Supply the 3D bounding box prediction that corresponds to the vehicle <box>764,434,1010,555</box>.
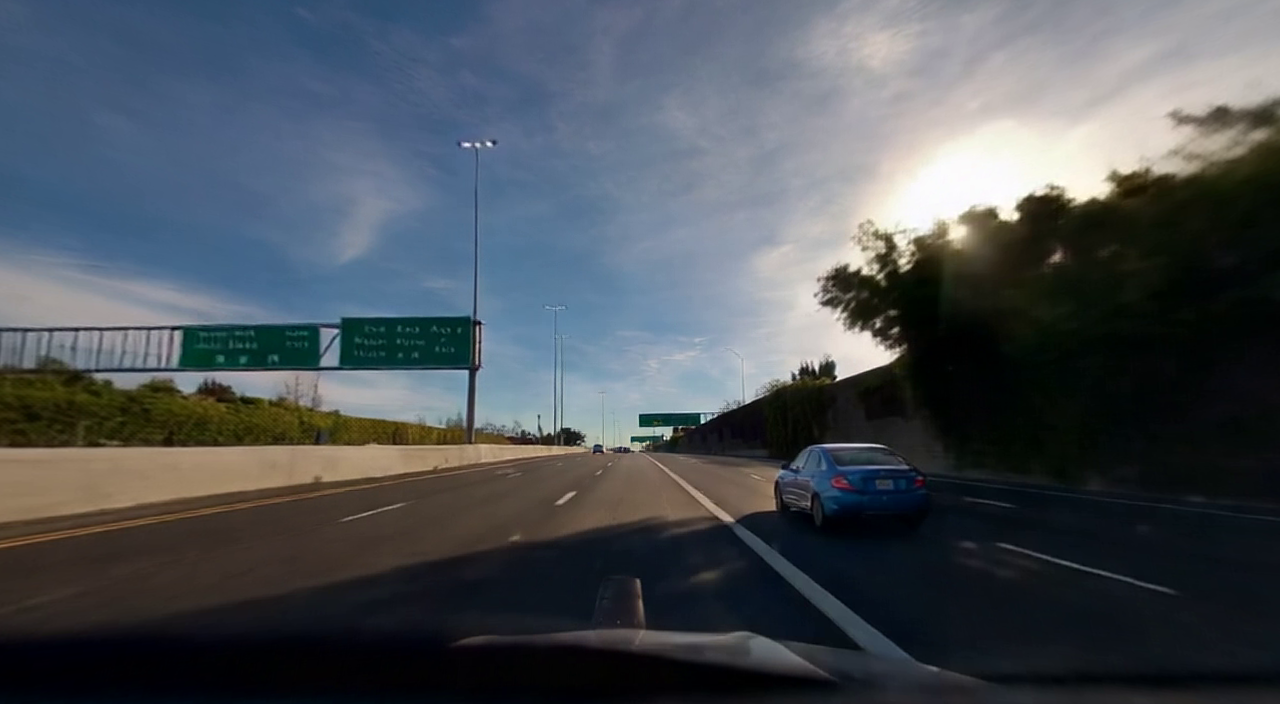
[{"bbox_3d":[3.539,2.120,10.237,1.989,1.479,4.670,0,-9,-1],"label":"vehicle"}]
